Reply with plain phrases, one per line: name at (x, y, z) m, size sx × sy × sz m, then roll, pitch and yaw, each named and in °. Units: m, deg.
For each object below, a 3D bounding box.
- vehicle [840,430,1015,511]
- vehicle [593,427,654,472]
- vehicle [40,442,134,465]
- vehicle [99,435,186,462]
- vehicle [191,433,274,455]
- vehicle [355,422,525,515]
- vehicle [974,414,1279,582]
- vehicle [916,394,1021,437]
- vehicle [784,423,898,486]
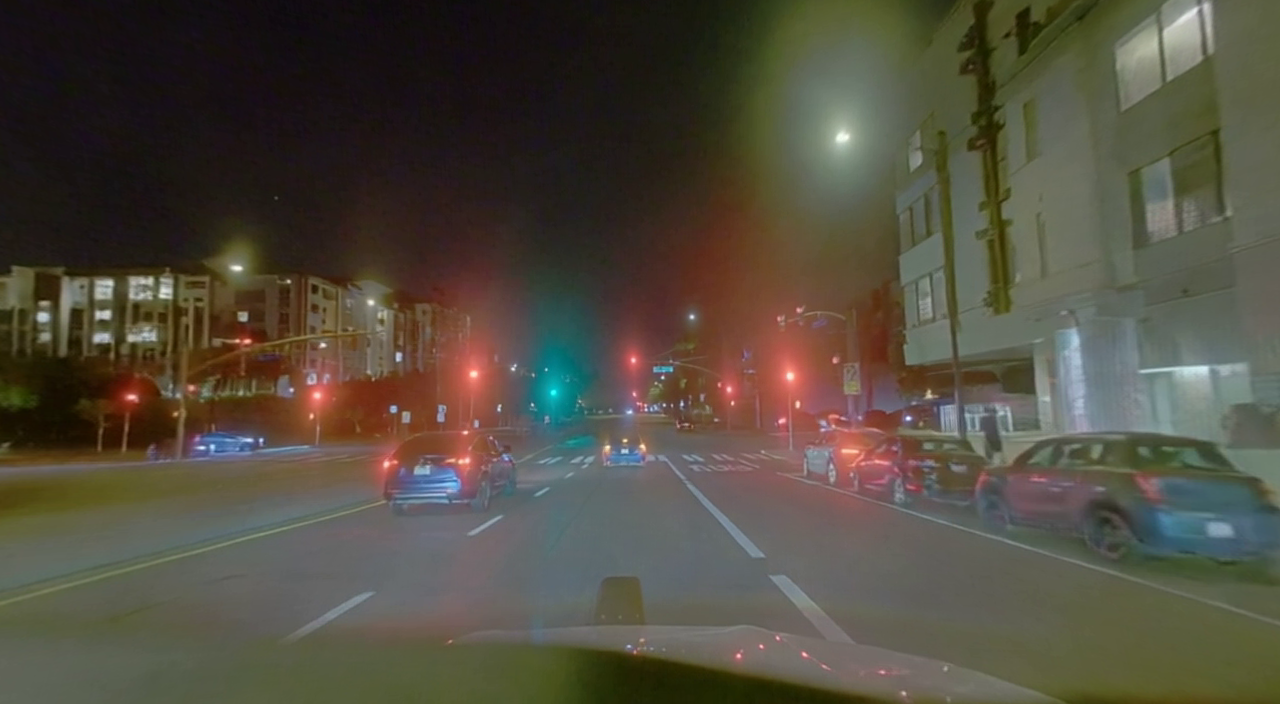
vehicle at (6.069, 2.531, 13.964) m, size 1.959 × 1.513 × 4.104 m, roll 0°, pitch -8°, yaw 1°
vehicle at (-0.544, 3.621, 23.581) m, size 2.082 × 1.520 × 3.896 m, roll 0°, pitch -8°, yaw 0°
vehicle at (-35.499, 6.496, 40.637) m, size 3.957 × 1.396 × 2.134 m, roll 0°, pitch -9°, yaw 0°
vehicle at (-34.993, 6.822, 44.477) m, size 4.698 × 1.833 × 1.887 m, roll -1°, pitch -8°, yaw 7°
vehicle at (-28.192, 6.372, 43.791) m, size 4.453 × 1.471 × 1.921 m, roll -1°, pitch -8°, yaw 4°
vehicle at (-3.731, 2.270, 12.767) m, size 1.934 × 1.522 × 4.464 m, roll 0°, pitch -8°, yaw 1°
vehicle at (6.178, 1.707, 8.098) m, size 1.877 × 1.642 × 3.572 m, roll 0°, pitch -8°, yaw 2°
vehicle at (21.520, 4.213, 41.519) m, size 5.756 × 2.653 × 2.403 m, roll 2°, pitch -9°, yaw -12°
vehicle at (6.090, 3.161, 19.760) m, size 1.904 × 1.705 × 4.510 m, roll 0°, pitch -8°, yaw -2°
